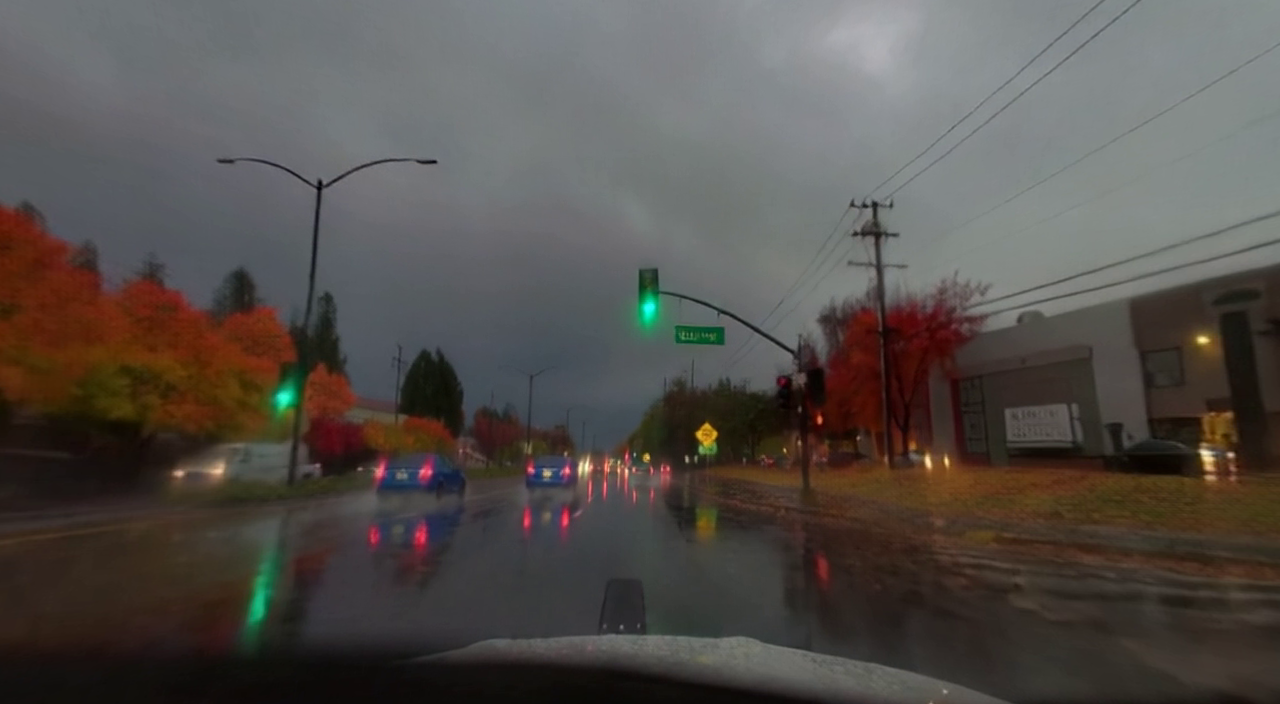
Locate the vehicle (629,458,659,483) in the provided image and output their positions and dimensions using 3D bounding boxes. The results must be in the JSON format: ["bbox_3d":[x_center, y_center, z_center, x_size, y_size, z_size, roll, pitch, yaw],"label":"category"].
[{"bbox_3d":[0.236,8.834,47.232,2.144,1.704,4.028,1,-9,-1],"label":"vehicle"}]

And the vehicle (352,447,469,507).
[{"bbox_3d":[-6.861,3.739,19.359,1.932,1.596,4.247,1,-9,0],"label":"vehicle"}]

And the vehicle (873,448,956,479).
[{"bbox_3d":[14.675,5.961,33.927,1.826,1.474,4.254,3,-9,-14],"label":"vehicle"}]

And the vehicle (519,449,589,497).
[{"bbox_3d":[-3.283,4.733,25.054,2.085,1.663,4.513,1,-9,1],"label":"vehicle"}]

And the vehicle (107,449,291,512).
[{"bbox_3d":[-11.741,3.409,17.213,1.872,1.475,4.325,1,-9,0],"label":"vehicle"}]

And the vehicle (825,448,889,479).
[{"bbox_3d":[13.294,6.820,38.824,1.862,1.559,3.959,-3,-6,-11],"label":"vehicle"}]

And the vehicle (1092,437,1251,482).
[{"bbox_3d":[19.978,4.029,23.855,1.835,1.501,4.158,6,-10,-33],"label":"vehicle"}]
